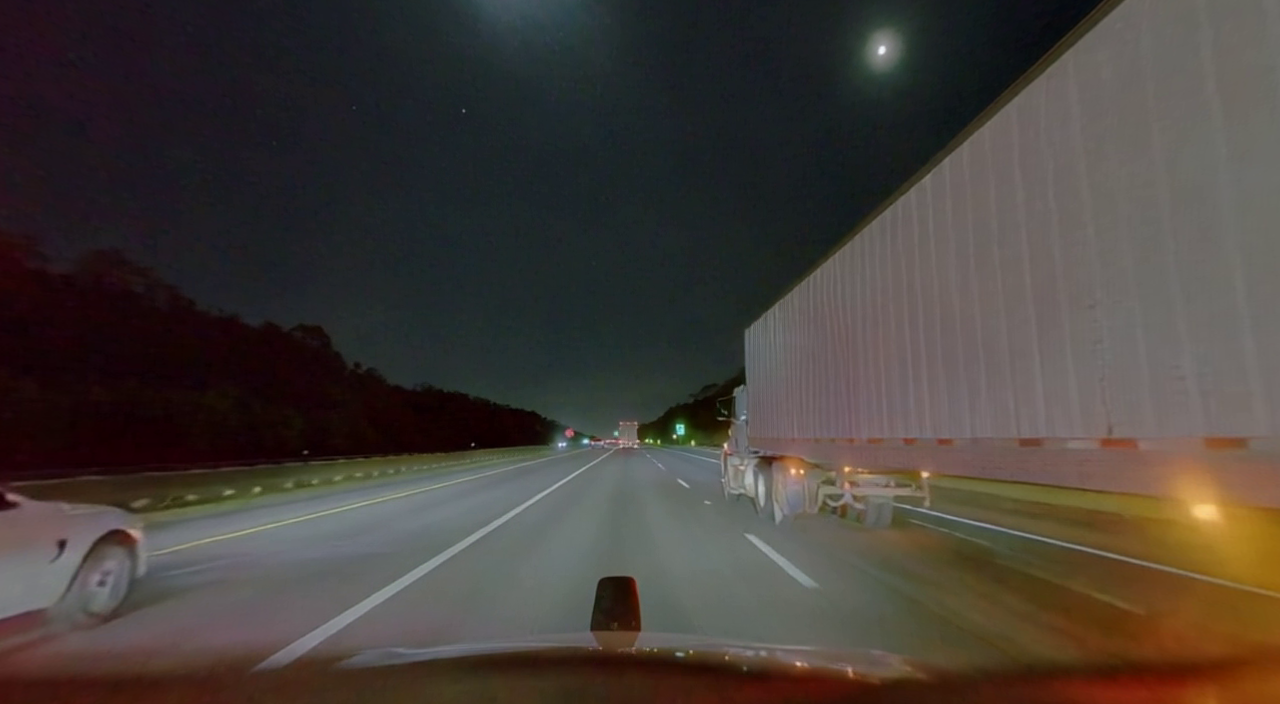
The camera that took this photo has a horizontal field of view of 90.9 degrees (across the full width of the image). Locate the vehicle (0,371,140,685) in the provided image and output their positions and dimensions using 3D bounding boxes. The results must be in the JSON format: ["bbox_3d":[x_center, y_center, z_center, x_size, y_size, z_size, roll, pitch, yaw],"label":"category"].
[{"bbox_3d":[-4.448,0.735,1.865,2.123,1.655,4.688,0,-8,-1],"label":"vehicle"}]
